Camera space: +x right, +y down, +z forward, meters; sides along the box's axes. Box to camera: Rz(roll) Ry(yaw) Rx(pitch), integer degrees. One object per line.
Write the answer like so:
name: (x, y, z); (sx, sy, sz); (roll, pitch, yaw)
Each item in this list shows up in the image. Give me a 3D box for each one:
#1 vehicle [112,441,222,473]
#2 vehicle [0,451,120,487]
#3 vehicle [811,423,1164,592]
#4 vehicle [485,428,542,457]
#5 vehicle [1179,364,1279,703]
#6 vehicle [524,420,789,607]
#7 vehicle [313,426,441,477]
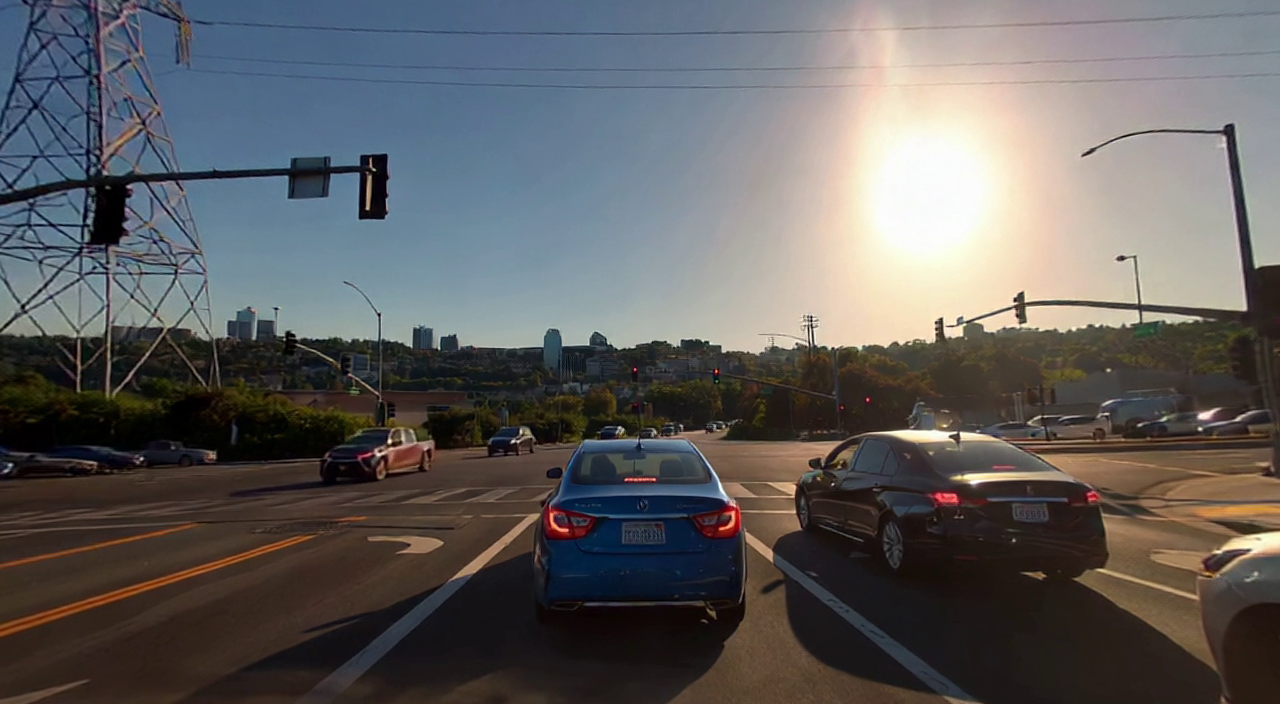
vehicle: (-26.010, 5.771, 34.808); (4.417, 1.637, 1.956); (0, -8, -2)
vehicle: (-25.910, 5.117, 27.766); (4.263, 1.464, 1.895); (0, -8, -1)
vehicle: (3.659, 1.685, 7.726); (1.835, 1.473, 4.190); (0, -8, -2)
vehicle: (-8.463, 6.123, 42.715); (2.161, 1.818, 5.672); (-1, -8, 6)
vehicle: (3.414, 0.590, 0.631); (1.926, 1.614, 4.330); (0, -8, 1)
vehicle: (0.118, 1.598, 7.133); (2.117, 1.474, 4.036); (0, -8, 0)
vehicle: (-9.887, 3.826, 24.368); (2.269, 1.716, 5.700); (-1, -8, 3)
